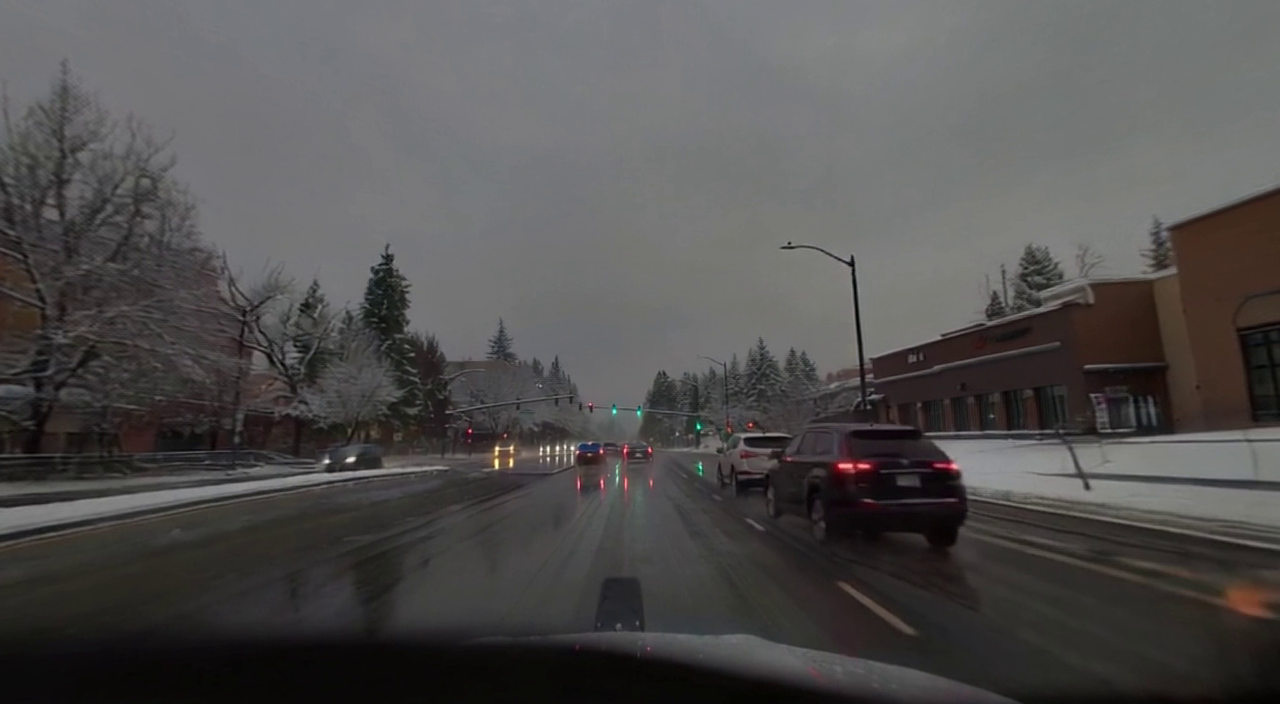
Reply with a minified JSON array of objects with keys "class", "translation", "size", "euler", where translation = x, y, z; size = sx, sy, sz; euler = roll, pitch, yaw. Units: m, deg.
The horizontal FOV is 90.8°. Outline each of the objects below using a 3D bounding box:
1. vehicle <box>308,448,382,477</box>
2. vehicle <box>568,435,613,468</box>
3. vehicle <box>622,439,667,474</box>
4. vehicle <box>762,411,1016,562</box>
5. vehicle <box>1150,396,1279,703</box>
[{"class":"vehicle","translation":[-15.470,5.792,33.357],"size":[1.846,1.433,4.274],"euler":[0,-9,0]},{"class":"vehicle","translation":[-2.888,5.984,38.139],"size":[2.280,1.810,4.903],"euler":[0,-9,1]},{"class":"vehicle","translation":[0.159,4.938,30.085],"size":[2.023,1.532,3.891],"euler":[0,-9,-1]},{"class":"vehicle","translation":[3.254,1.879,9.561],"size":[2.037,1.673,4.844],"euler":[-1,-9,2]},{"class":"vehicle","translation":[3.139,0.613,0.316],"size":[1.864,1.484,4.662],"euler":[0,-9,0]}]
